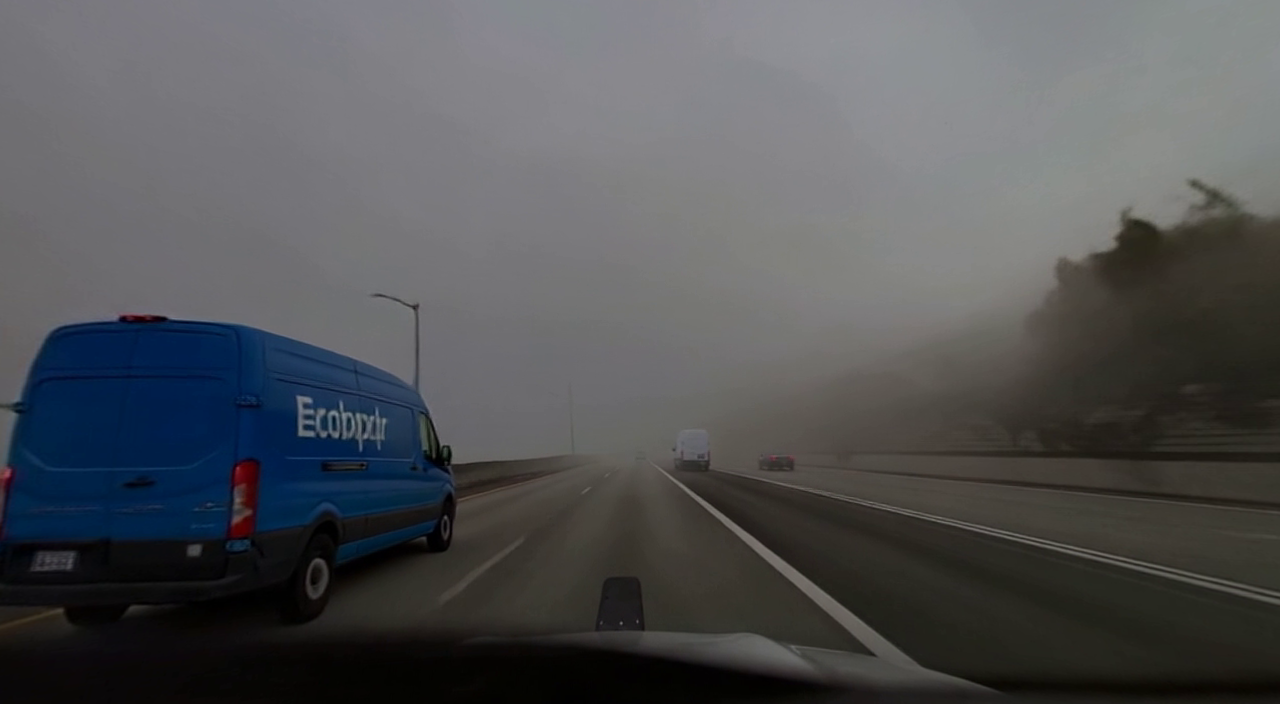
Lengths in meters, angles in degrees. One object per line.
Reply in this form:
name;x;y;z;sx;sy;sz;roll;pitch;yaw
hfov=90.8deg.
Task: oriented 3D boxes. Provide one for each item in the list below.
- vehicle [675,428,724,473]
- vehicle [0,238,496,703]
vehicle;3.648;6.245;39.961;2.373;2.561;5.922;0;-9;-1
vehicle;-3.449;1.096;6.460;2.409;2.523;6.275;0;-9;0
